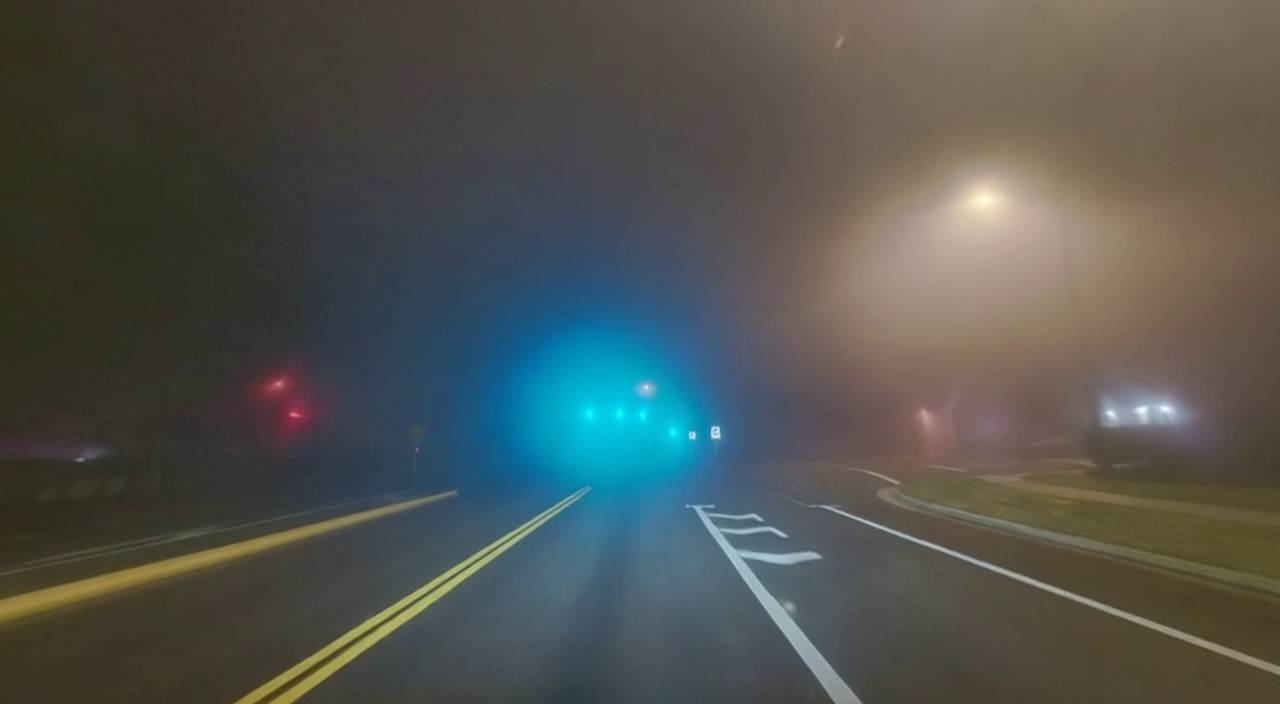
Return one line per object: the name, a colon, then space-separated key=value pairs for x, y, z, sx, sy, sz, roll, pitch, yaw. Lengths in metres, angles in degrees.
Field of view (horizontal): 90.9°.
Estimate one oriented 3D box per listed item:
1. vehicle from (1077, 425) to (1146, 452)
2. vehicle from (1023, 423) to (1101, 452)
vehicle: x=31.250 y=5.772 z=41.909 sx=1.928 sy=1.622 sz=3.895 roll=-2 pitch=-9 yaw=7
vehicle: x=28.641 y=5.886 z=42.959 sx=2.041 sy=1.826 sz=4.925 roll=-1 pitch=-9 yaw=3
